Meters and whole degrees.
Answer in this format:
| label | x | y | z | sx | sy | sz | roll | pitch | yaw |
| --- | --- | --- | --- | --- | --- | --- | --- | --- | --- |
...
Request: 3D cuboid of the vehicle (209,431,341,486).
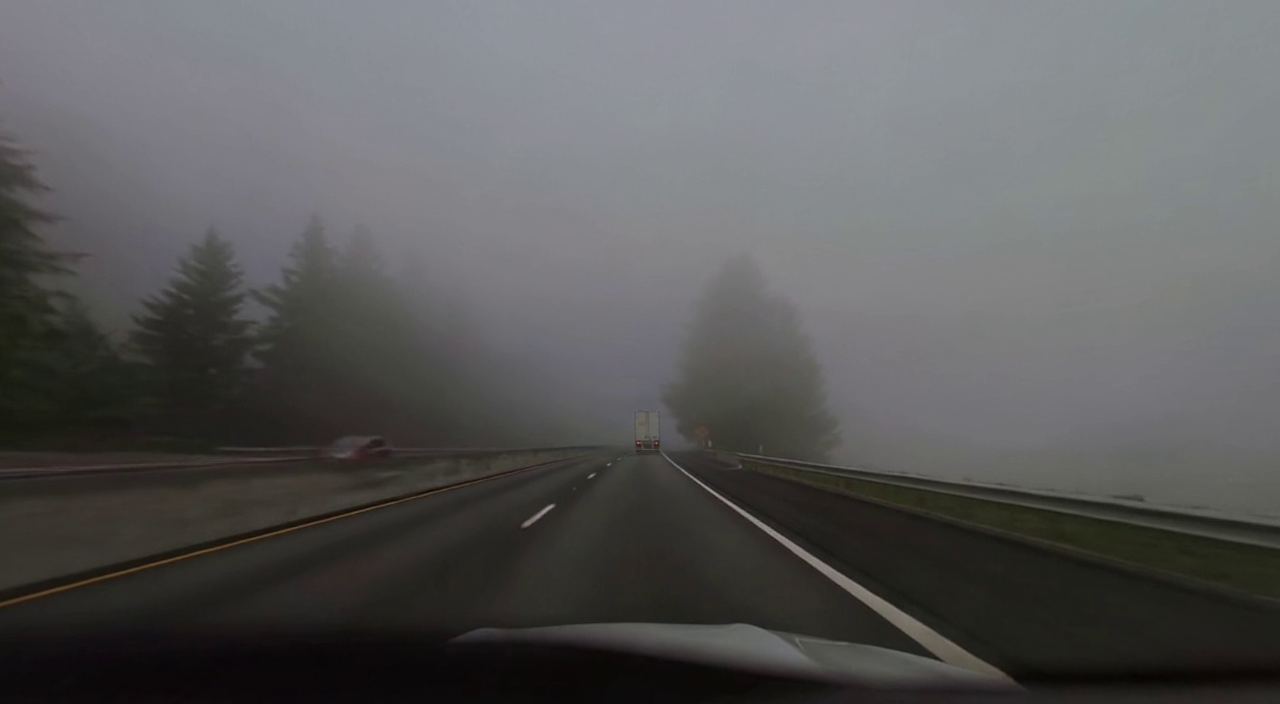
| label | x | y | z | sx | sy | sz | roll | pitch | yaw |
| --- | --- | --- | --- | --- | --- | --- | --- | --- | --- |
| vehicle | -13.504 | 3.940 | 23.717 | 2.196 | 1.819 | 4.662 | 0 | -8 | -1 |
